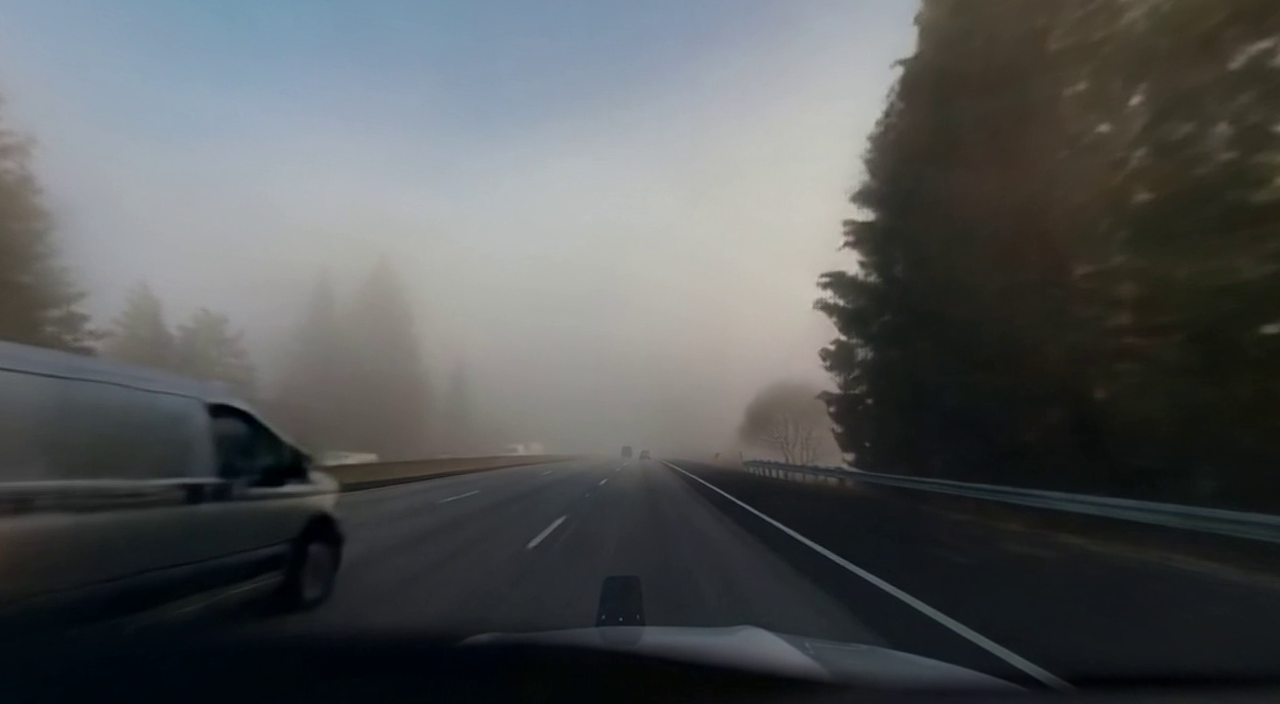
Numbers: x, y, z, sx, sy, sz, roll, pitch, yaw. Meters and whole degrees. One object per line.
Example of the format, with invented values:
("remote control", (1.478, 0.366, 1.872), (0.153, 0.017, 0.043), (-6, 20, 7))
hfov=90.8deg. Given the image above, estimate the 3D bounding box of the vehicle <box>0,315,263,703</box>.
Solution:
("vehicle", (-3.949, 0.698, 1.817), (2.349, 1.973, 5.419), (0, -9, 0))
